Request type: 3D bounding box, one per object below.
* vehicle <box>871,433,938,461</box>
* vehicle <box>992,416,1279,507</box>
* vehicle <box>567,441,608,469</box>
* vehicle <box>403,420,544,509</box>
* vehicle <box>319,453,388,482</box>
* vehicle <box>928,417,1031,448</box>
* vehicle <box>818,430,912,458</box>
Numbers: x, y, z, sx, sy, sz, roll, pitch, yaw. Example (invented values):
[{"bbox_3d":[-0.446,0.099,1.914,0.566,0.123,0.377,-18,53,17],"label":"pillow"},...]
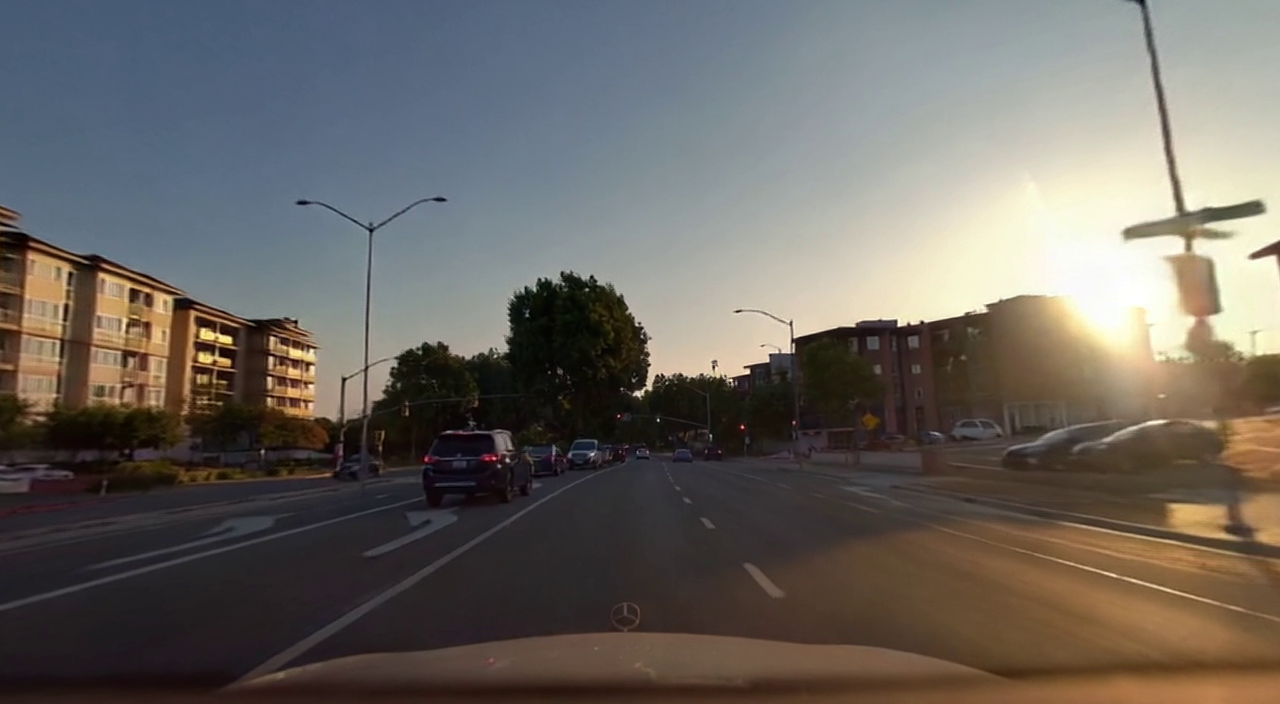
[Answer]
[{"bbox_3d":[14.811,5.366,35.653,1.865,1.425,4.439,0,-9,0],"label":"vehicle"},{"bbox_3d":[10.453,2.348,13.724,4.399,1.722,2.202,-3,-9,16],"label":"vehicle"},{"bbox_3d":[-3.424,6.800,41.897,2.180,1.699,4.485,-1,-9,2],"label":"vehicle"},{"bbox_3d":[-3.963,2.795,16.107,2.220,1.888,4.904,0,-9,0],"label":"vehicle"},{"bbox_3d":[-15.977,6.436,35.514,1.835,1.448,4.208,-1,-9,1],"label":"vehicle"},{"bbox_3d":[23.198,5.556,43.373,5.656,1.985,2.187,-1,-9,3],"label":"vehicle"},{"bbox_3d":[15.667,6.432,44.232,5.618,1.857,2.296,0,-9,-2],"label":"vehicle"}]
